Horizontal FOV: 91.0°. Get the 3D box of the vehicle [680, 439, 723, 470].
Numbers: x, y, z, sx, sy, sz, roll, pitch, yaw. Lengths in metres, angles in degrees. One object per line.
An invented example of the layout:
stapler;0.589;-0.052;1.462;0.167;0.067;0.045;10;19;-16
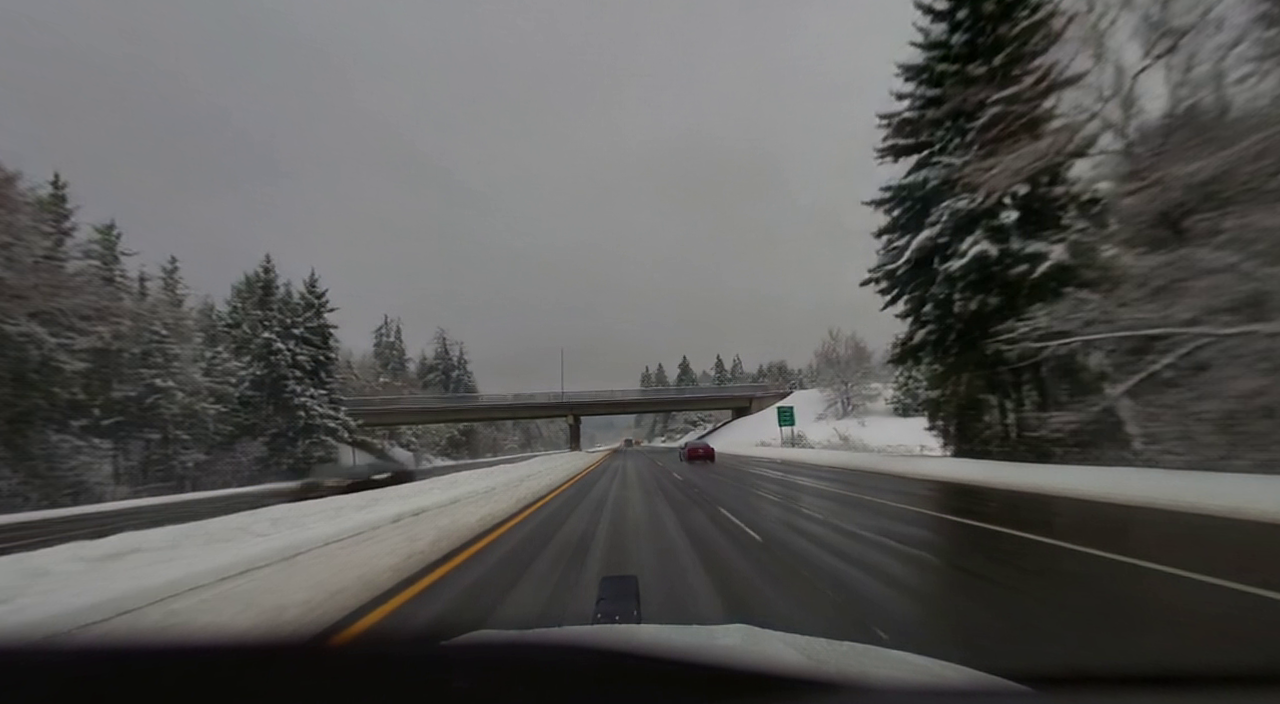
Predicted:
vehicle;3.116;5.249;32.511;1.781;1.470;3.540;0;-8;-2
